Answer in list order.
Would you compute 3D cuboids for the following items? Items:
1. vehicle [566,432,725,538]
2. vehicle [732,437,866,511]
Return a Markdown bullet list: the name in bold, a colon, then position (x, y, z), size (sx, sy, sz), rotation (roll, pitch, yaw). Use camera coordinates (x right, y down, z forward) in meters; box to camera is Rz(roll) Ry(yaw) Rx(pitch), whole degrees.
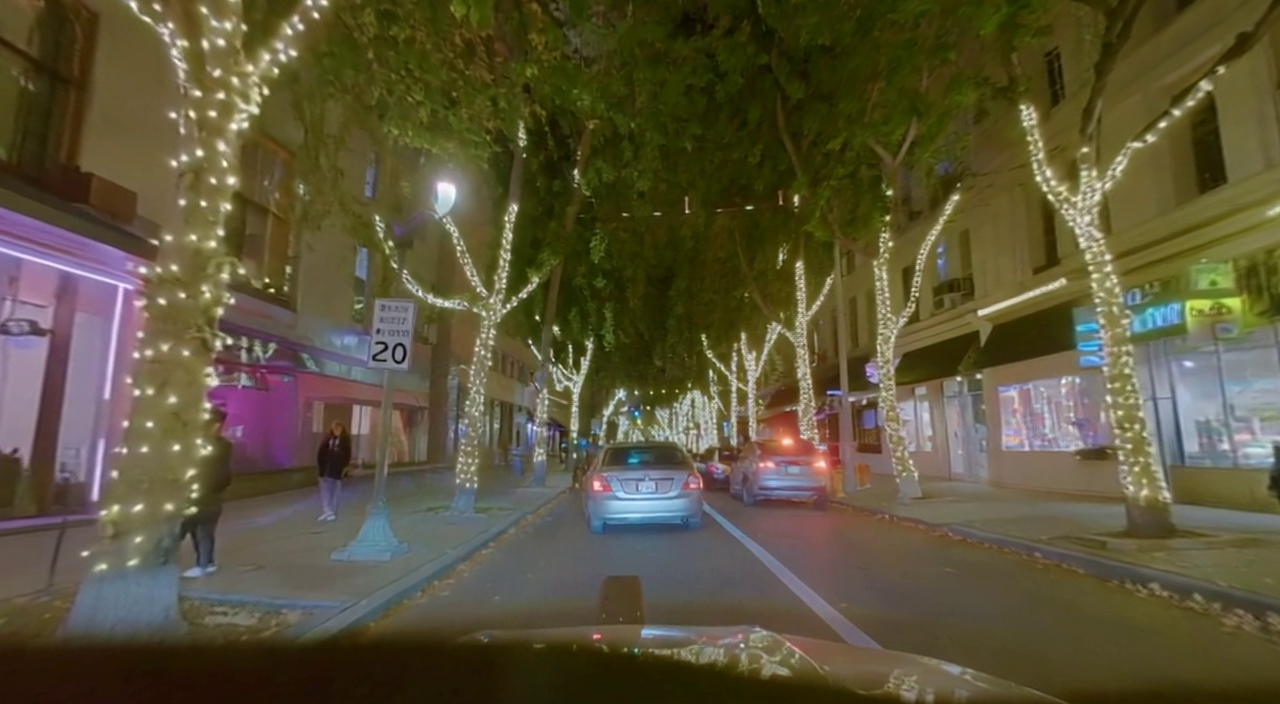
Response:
- **vehicle**: position (0.009, 2.210, 11.137), size (2.261, 1.474, 4.130), rotation (0, -9, -2)
- **vehicle**: position (3.644, 2.884, 15.437), size (2.025, 1.523, 4.426), rotation (0, -9, -1)
